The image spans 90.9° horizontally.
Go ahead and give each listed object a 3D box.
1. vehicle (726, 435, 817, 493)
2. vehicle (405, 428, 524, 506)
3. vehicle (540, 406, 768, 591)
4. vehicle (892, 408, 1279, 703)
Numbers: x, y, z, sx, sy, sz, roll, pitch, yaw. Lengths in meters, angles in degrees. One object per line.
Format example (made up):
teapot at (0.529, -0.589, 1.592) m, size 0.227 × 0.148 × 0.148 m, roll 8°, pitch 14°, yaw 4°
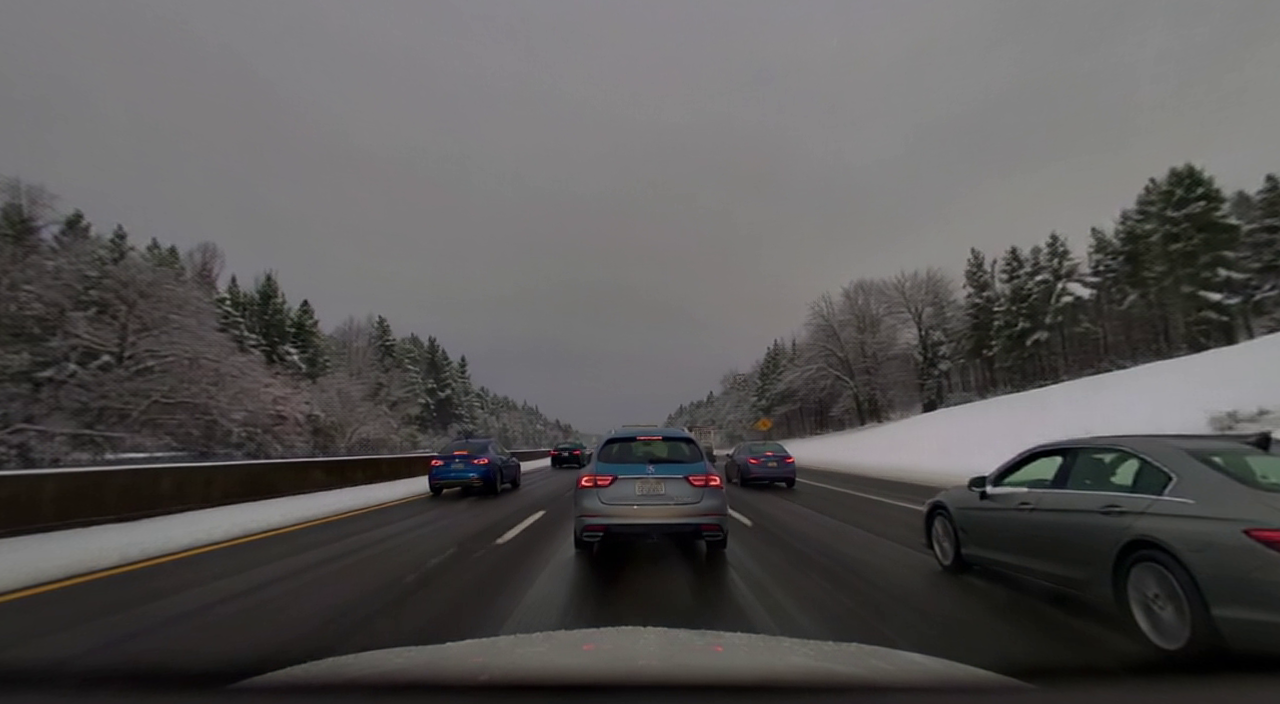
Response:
vehicle at (3.910, 3.411, 19.424) m, size 1.905 × 1.590 × 3.746 m, roll 0°, pitch -9°, yaw -2°
vehicle at (-4.240, 2.860, 15.935) m, size 1.890 × 1.708 × 3.844 m, roll 0°, pitch -9°, yaw 0°
vehicle at (0.099, 1.649, 7.800) m, size 2.093 × 1.695 × 3.782 m, roll 0°, pitch -9°, yaw -1°
vehicle at (3.695, 1.230, 4.405) m, size 1.953 × 1.434 × 4.511 m, roll 0°, pitch -9°, yaw -1°
